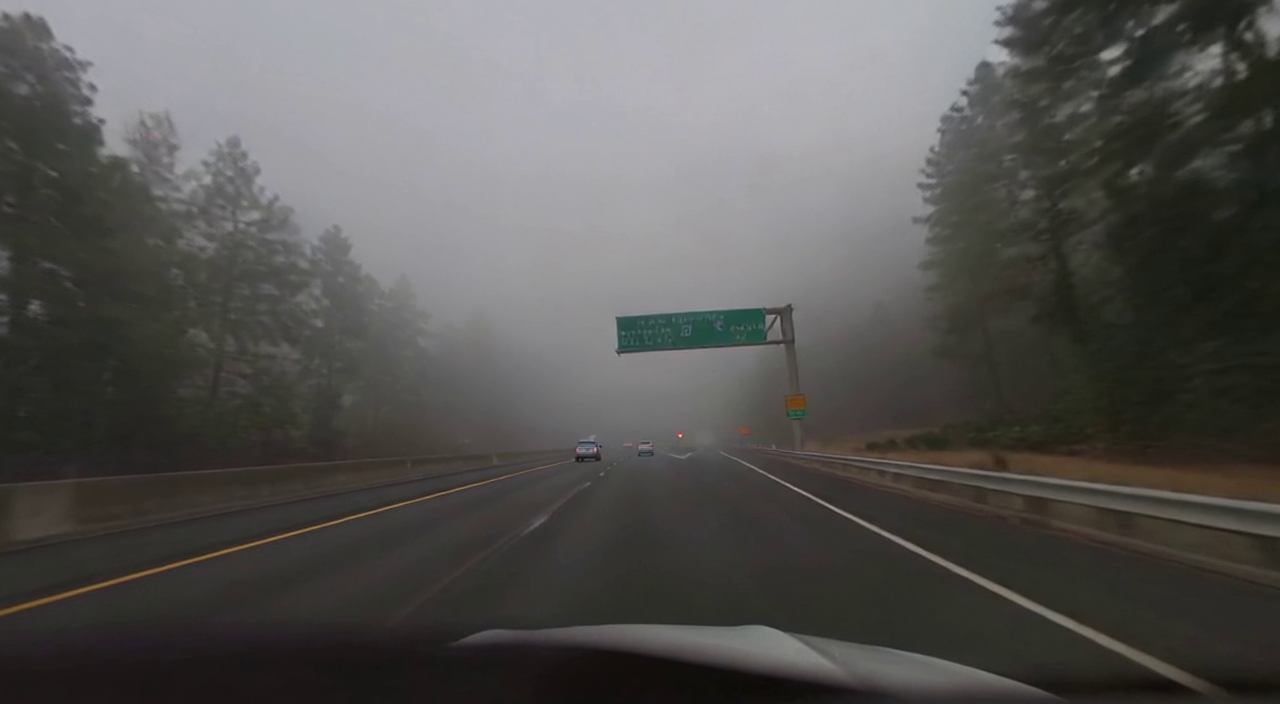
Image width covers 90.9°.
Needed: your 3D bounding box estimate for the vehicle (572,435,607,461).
[{"bbox_3d":[-3.581,6.925,45.561,2.129,1.742,4.217,-1,-8,1],"label":"vehicle"}]
